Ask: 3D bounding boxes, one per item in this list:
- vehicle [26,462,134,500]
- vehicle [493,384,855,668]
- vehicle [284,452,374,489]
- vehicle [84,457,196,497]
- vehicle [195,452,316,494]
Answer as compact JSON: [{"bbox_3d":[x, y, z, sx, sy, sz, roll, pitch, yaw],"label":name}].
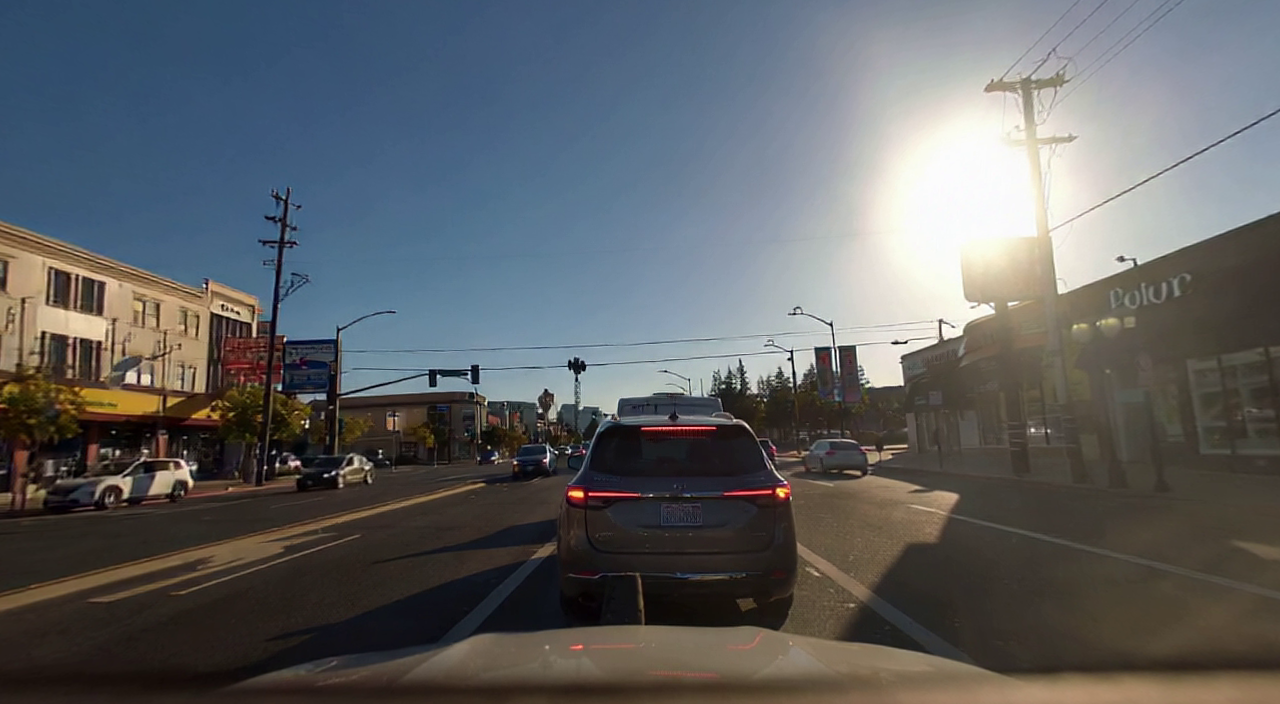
[{"bbox_3d":[-28.656,6.610,32.445,2.018,1.716,4.042,-1,-10,-5],"label":"vehicle"},{"bbox_3d":[0.203,1.310,5.738,2.125,1.669,3.880,0,-8,0],"label":"vehicle"},{"bbox_3d":[-13.851,5.282,28.360,1.991,1.486,3.844,-1,-8,2],"label":"vehicle"},{"bbox_3d":[-25.842,6.416,32.847,2.026,1.808,4.835,0,-8,-2],"label":"vehicle"},{"bbox_3d":[-17.714,5.561,29.329,1.981,1.659,4.608,-5,-9,16],"label":"vehicle"}]
